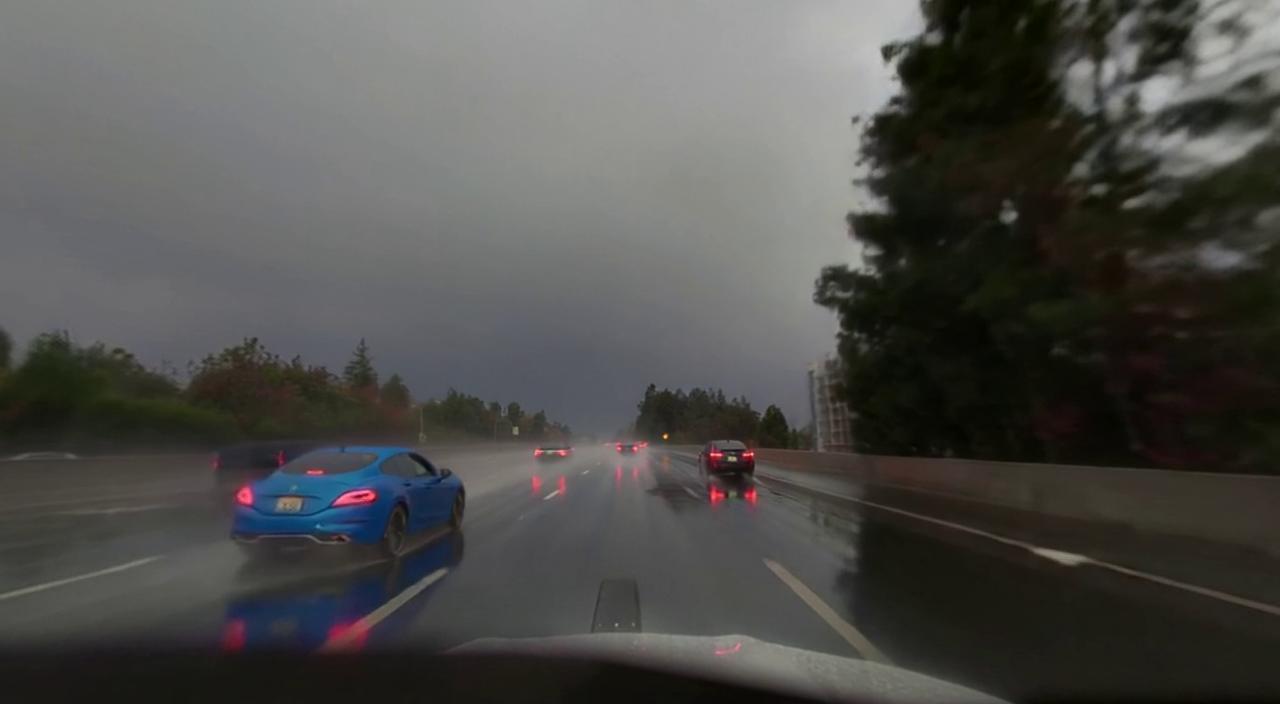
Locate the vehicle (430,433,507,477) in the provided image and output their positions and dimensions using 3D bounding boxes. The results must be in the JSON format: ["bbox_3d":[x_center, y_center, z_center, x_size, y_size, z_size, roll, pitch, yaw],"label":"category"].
[{"bbox_3d":[-7.645,4.644,28.763,2.086,1.776,5.080,0,-8,0],"label":"vehicle"}]

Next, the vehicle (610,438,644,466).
[{"bbox_3d":[-0.839,6.384,40.505,2.053,1.650,3.945,0,-8,-1],"label":"vehicle"}]

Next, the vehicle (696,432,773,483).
[{"bbox_3d":[3.337,3.834,23.242,2.061,1.658,4.417,0,-8,-2],"label":"vehicle"}]

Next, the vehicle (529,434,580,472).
[{"bbox_3d":[-4.306,5.156,32.372,2.044,1.774,4.329,0,-8,0],"label":"vehicle"}]

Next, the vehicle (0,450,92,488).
[{"bbox_3d":[-25.863,4.845,26.390,1.816,1.457,4.598,0,-8,-1],"label":"vehicle"}]

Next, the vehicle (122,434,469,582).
[{"bbox_3d":[-3.977,1.861,8.447,2.124,1.426,4.444,0,-8,0],"label":"vehicle"}]
